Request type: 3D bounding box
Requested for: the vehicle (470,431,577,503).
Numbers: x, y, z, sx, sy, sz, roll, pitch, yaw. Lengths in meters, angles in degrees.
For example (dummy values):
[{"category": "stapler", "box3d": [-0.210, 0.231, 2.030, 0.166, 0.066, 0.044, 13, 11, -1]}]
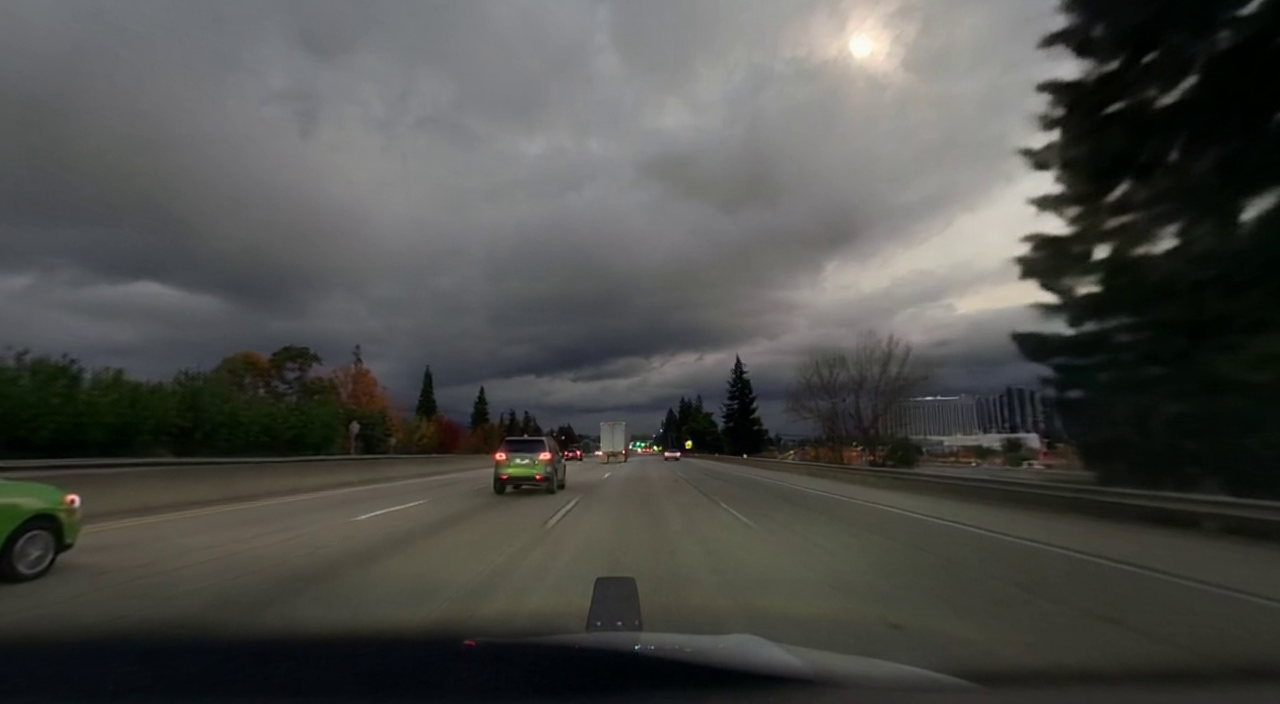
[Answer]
[{"category": "vehicle", "box3d": [-3.112, 3.204, 17.887, 2.111, 1.742, 4.315, 0, -9, 1]}]
